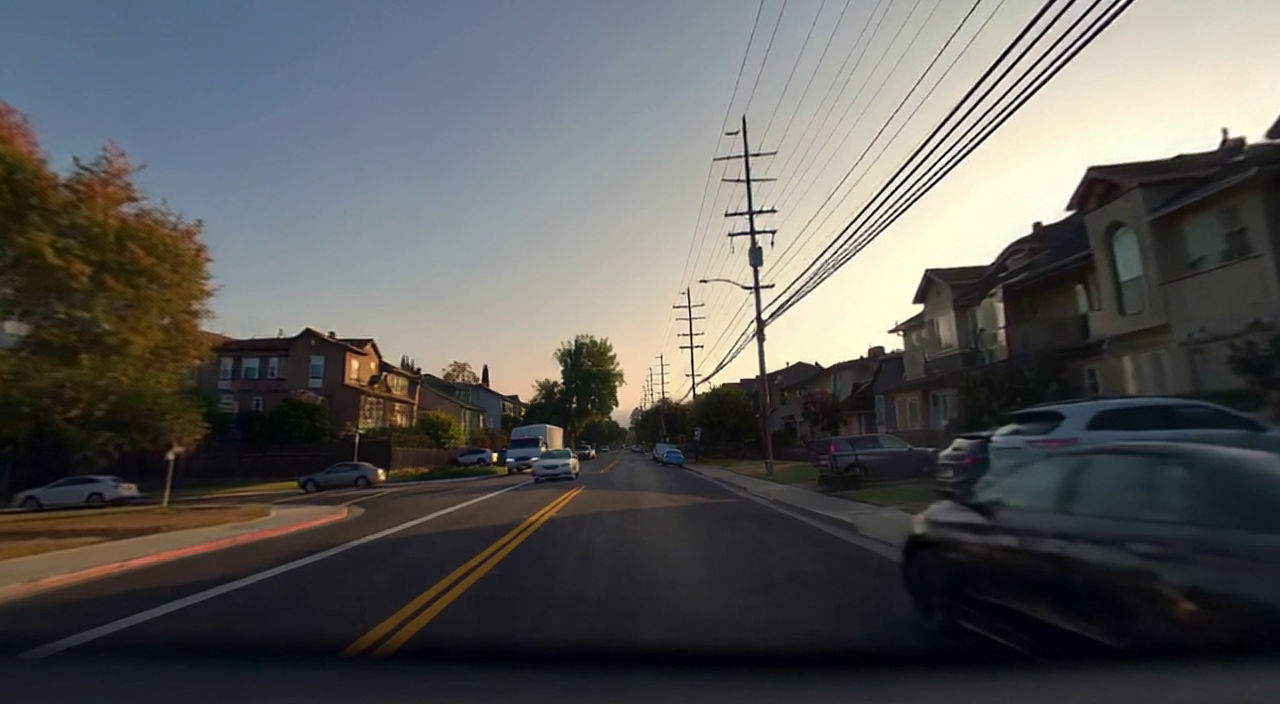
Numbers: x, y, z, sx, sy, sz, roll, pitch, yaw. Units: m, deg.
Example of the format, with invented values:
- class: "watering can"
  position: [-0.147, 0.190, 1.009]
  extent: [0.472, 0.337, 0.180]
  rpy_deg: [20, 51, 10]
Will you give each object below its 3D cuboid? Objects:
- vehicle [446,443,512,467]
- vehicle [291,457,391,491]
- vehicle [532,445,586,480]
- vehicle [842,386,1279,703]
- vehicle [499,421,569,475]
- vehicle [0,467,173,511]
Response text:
- class: "vehicle"
  position: [-11.875, 7.635, 46.852]
  extent: [4.311, 1.751, 2.045]
  rpy_deg: [0, -9, 0]
- class: "vehicle"
  position: [-15.387, 6.277, 32.738]
  extent: [4.204, 1.626, 1.874]
  rpy_deg: [1, -9, -6]
- class: "vehicle"
  position: [-3.704, 5.123, 29.633]
  extent: [1.912, 1.491, 4.375]
  rpy_deg: [0, -9, 1]
- class: "vehicle"
  position: [3.002, 1.189, 3.939]
  extent: [1.879, 1.582, 4.250]
  rpy_deg: [0, -9, -3]
- class: "vehicle"
  position: [-6.884, 6.375, 42.129]
  extent: [3.197, 3.187, 7.847]
  rpy_deg: [-2, -8, 1]
- class: "vehicle"
  position: [-21.501, 5.294, 24.628]
  extent: [4.913, 1.559, 1.927]
  rpy_deg: [0, -9, -2]
